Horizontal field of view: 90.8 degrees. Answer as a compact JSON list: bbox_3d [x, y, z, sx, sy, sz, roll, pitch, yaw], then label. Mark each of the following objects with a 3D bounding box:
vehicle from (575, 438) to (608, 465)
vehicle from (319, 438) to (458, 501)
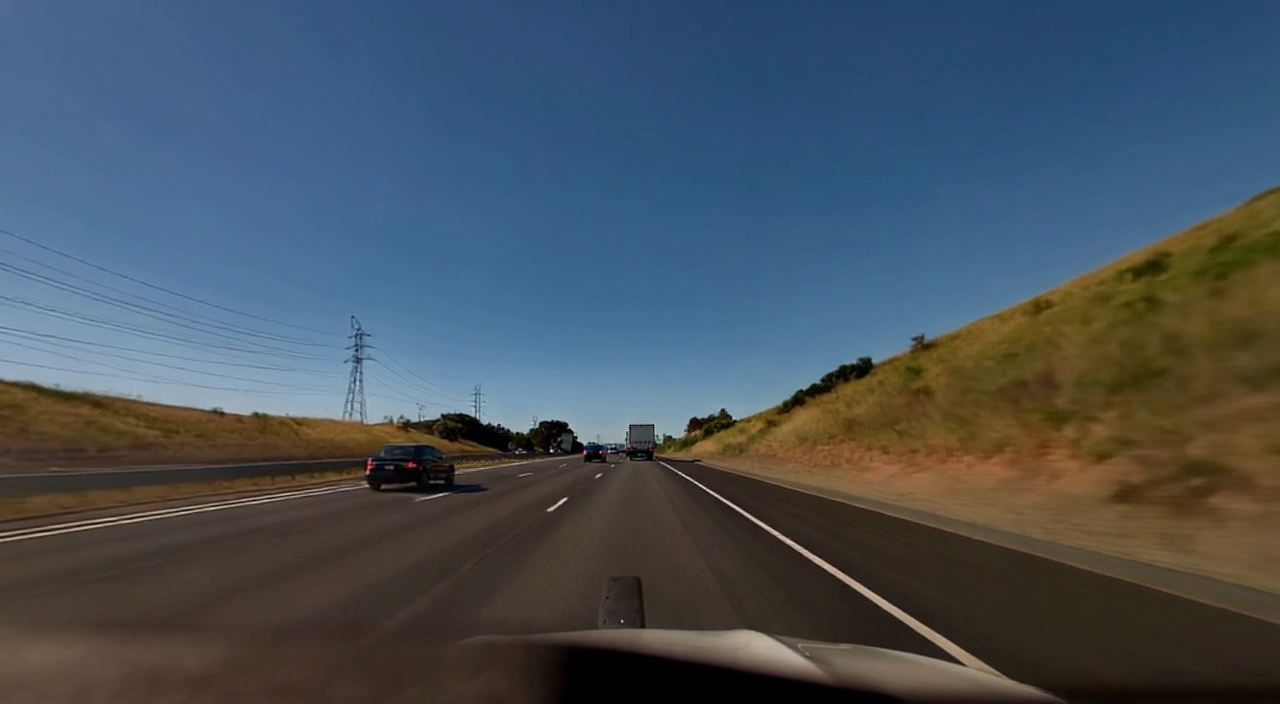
[{"bbox_3d":[-3.725,7.780,49.384,2.207,1.949,4.911,0,-9,0],"label":"vehicle"},{"bbox_3d":[-6.986,3.307,18.187,2.066,1.558,4.607,0,-9,0],"label":"vehicle"}]
